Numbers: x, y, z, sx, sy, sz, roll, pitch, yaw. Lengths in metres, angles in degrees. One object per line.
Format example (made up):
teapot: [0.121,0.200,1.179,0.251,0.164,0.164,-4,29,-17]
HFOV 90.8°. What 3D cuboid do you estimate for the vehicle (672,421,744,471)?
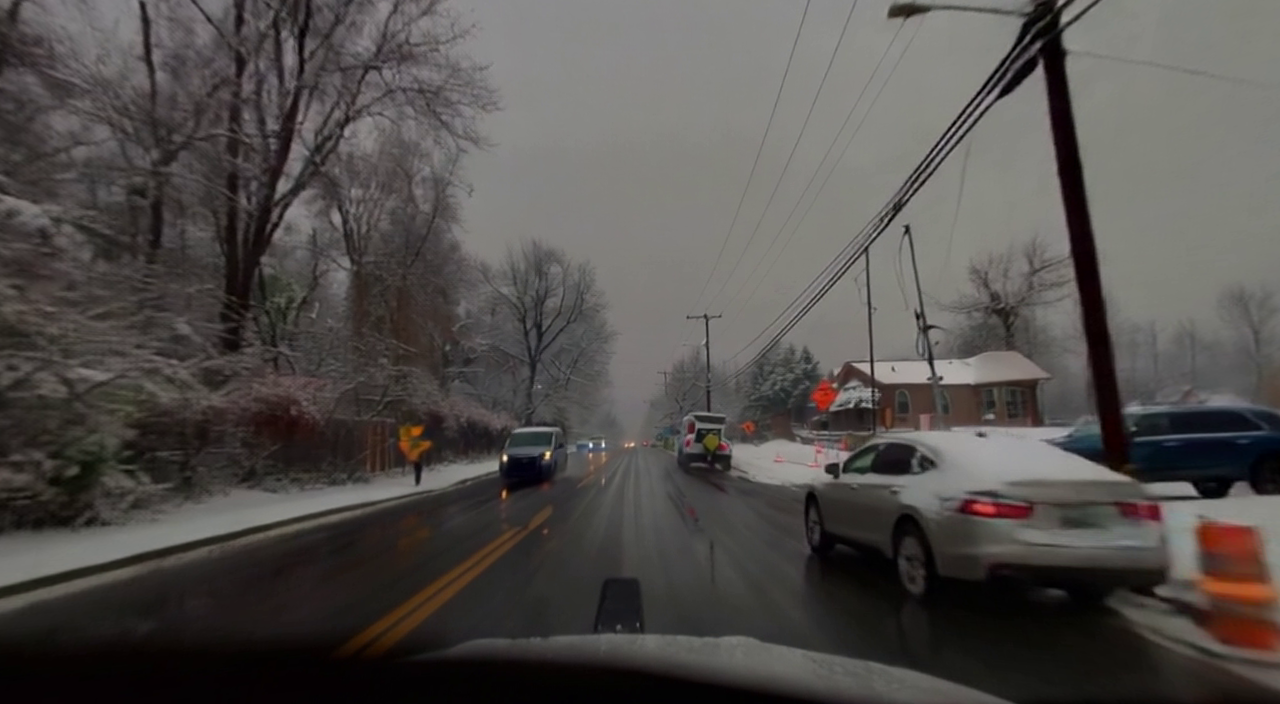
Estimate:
vehicle: [3.066,4.469,30.026,2.759,2.114,6.152,0,-9,0]

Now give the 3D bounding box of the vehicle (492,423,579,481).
vehicle: [-3.777,3.766,23.986,2.358,1.921,5.675,0,-9,0]

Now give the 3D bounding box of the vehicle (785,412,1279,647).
vehicle: [3.152,1.493,6.475,2.006,1.482,4.722,0,-9,-3]
